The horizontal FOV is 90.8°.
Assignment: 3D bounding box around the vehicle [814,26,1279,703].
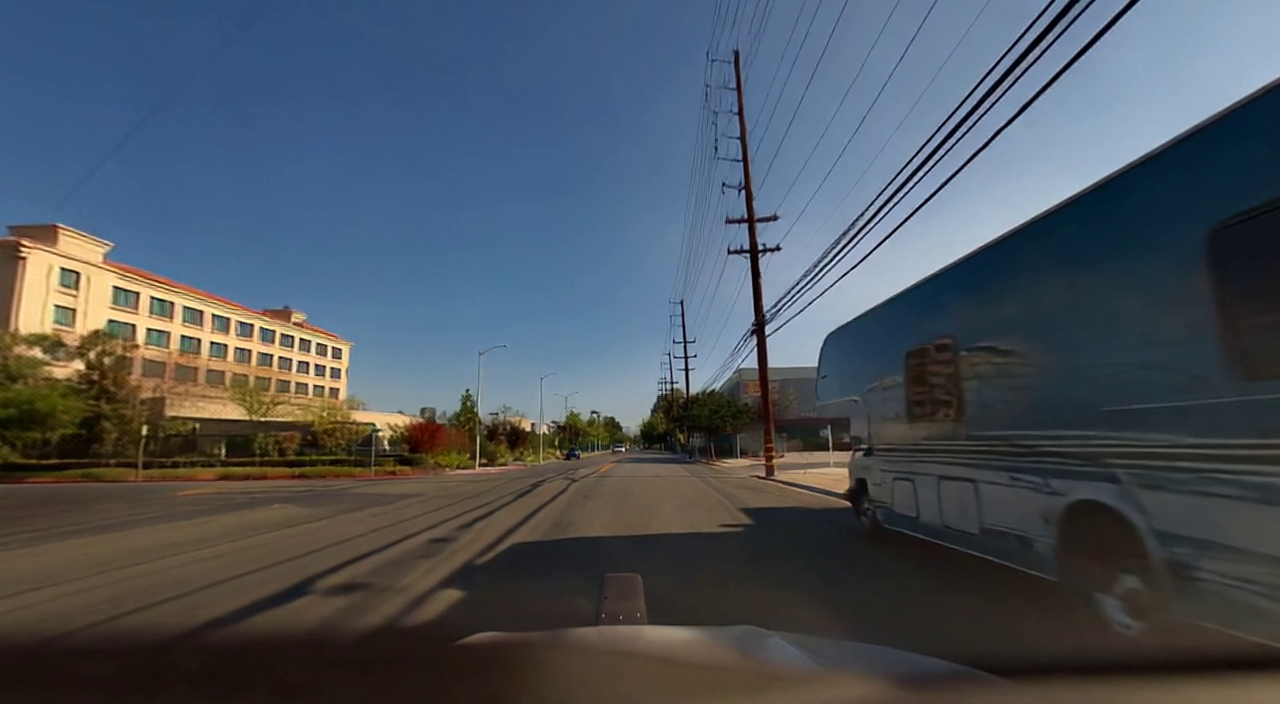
[{"bbox_3d":[4.244,0.593,4.952,3.110,3.241,8.788,0,-9,-1],"label":"vehicle"}]
